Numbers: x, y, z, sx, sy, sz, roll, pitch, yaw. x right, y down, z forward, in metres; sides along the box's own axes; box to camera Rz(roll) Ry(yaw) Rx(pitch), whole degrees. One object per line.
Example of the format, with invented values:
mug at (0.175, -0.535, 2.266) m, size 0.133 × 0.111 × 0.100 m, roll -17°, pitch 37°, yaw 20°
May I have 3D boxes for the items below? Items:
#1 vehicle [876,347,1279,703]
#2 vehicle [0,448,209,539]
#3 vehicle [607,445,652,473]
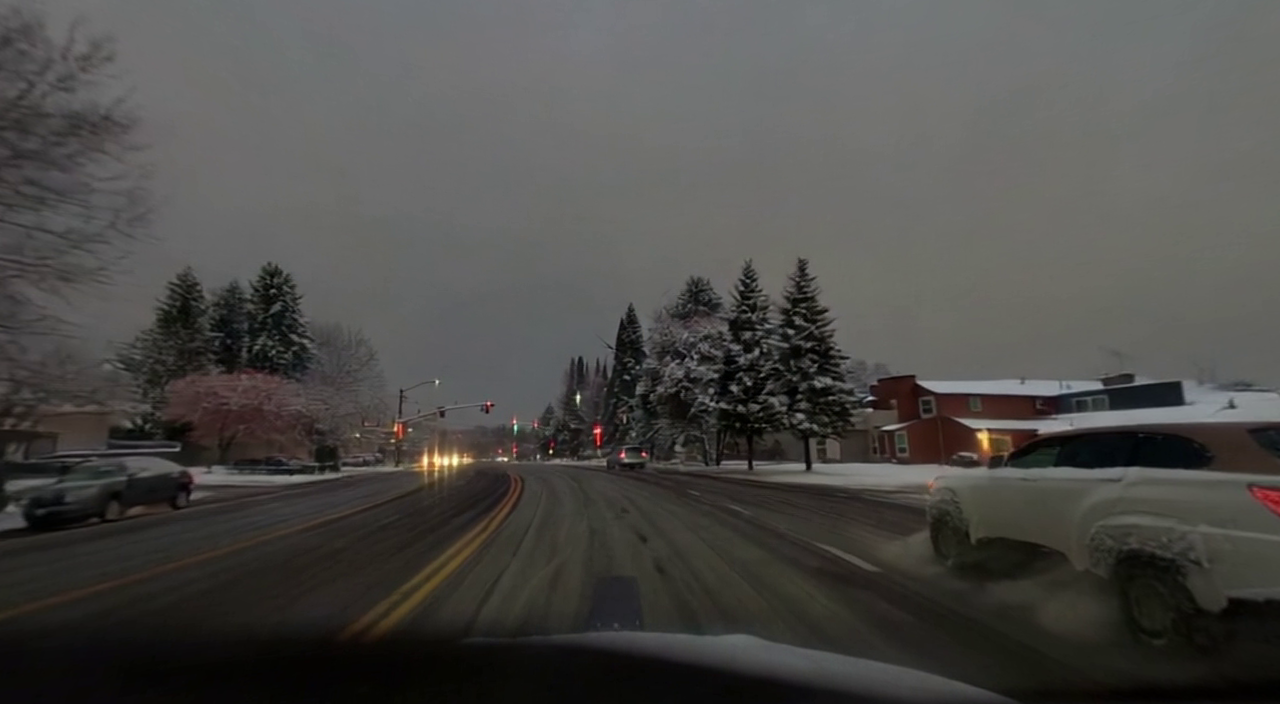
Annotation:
vehicle at (3.954, 1.187, 4.900) m, size 2.081 × 1.828 × 5.138 m, roll 0°, pitch -8°, yaw -2°
vehicle at (-13.610, 3.450, 16.258) m, size 1.993 × 1.801 × 5.201 m, roll -2°, pitch -8°, yaw -8°
vehicle at (-0.726, 6.553, 39.103) m, size 1.951 × 1.620 × 4.582 m, roll 2°, pitch -9°, yaw -12°
